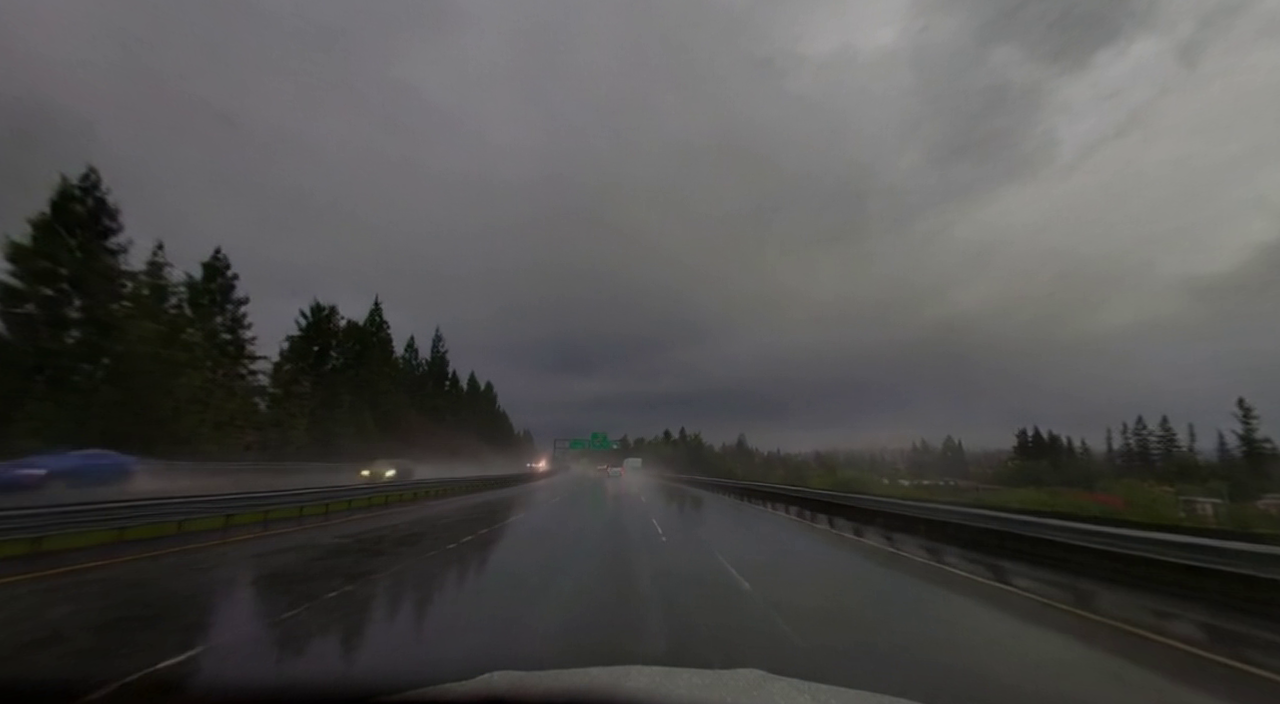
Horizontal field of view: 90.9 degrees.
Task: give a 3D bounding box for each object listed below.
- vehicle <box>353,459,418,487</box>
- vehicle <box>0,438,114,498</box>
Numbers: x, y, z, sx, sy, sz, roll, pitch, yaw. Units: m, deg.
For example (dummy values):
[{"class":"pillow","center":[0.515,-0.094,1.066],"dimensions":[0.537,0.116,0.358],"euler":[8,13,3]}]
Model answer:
[{"class":"vehicle","center":[-14.168,6.768,35.349],"dimensions":[1.927,1.400,4.347],"euler":[1,-11,-1]},{"class":"vehicle","center":[-18.199,3.380,18.391],"dimensions":[1.874,1.601,4.334],"euler":[1,-11,0]}]
